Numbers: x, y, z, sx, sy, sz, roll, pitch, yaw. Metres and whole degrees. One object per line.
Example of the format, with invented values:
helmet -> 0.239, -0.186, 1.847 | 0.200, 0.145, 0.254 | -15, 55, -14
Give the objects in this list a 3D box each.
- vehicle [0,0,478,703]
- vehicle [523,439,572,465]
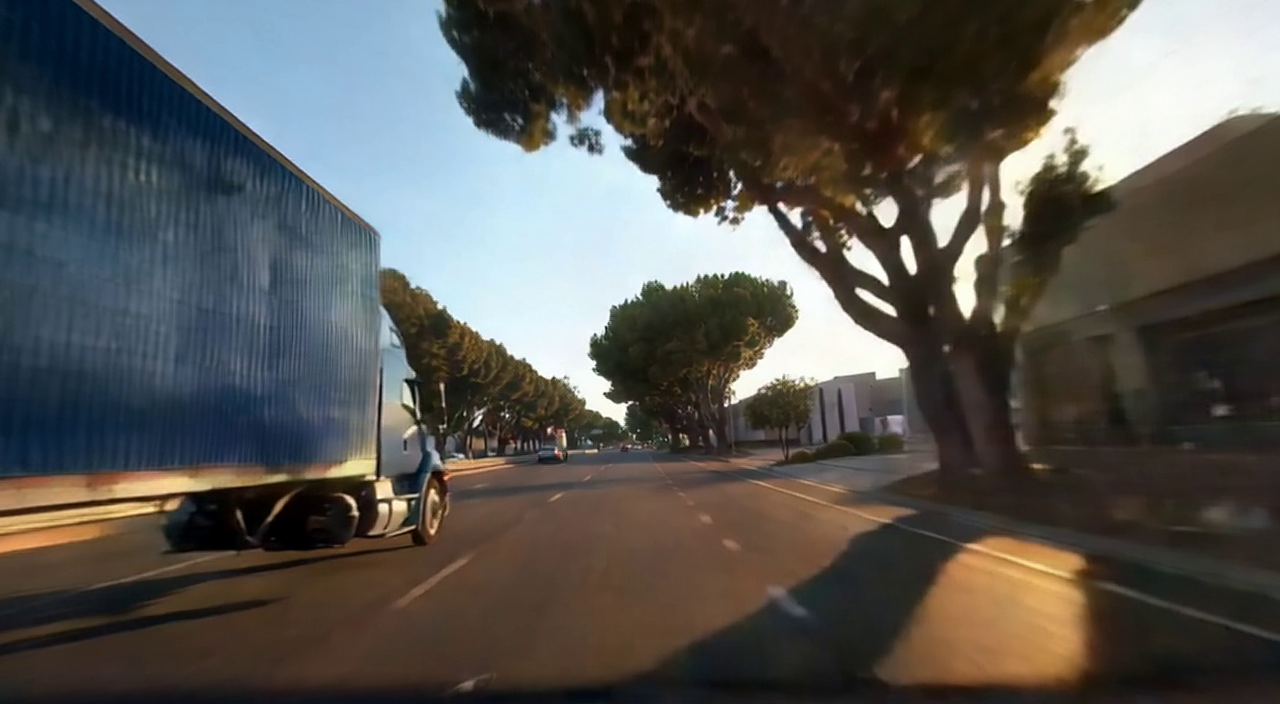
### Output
vehicle -> -3.541, 0.132, 3.685 | 2.910, 3.419, 8.376 | 0, -8, 0
vehicle -> -7.051, 7.718, 49.188 | 2.743, 1.832, 7.257 | 0, -8, 0
